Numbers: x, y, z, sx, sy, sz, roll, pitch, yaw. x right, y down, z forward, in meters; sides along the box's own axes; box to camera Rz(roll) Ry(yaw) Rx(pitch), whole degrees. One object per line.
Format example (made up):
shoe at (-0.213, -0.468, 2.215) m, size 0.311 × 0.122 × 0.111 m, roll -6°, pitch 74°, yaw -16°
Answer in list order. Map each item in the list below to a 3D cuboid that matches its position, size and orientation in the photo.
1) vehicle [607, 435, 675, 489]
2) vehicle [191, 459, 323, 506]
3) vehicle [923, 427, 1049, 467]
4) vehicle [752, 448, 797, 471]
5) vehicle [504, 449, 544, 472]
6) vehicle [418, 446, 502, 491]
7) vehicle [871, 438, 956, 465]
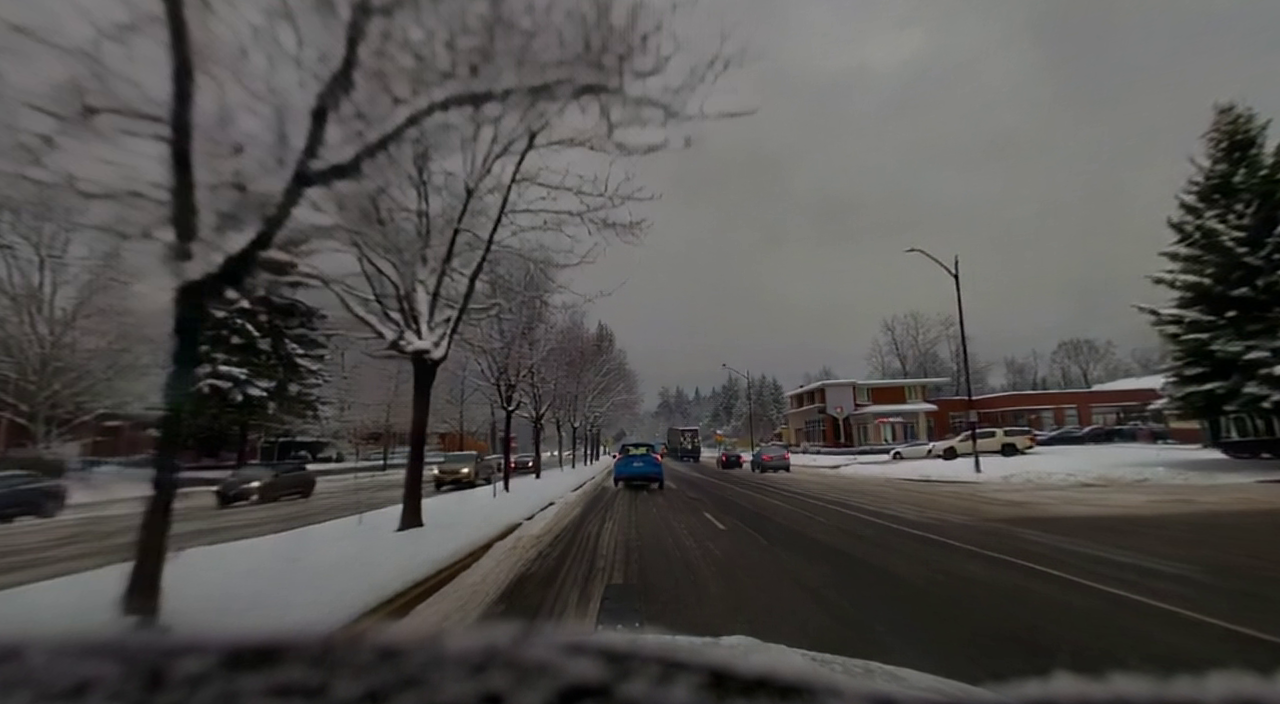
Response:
vehicle at (-0.012, 3.954, 23.063) m, size 2.266 × 1.762 × 4.131 m, roll 0°, pitch -9°, yaw -1°
vehicle at (-13.893, 4.722, 23.326) m, size 1.974 × 1.449 × 4.567 m, roll 0°, pitch -9°, yaw 1°
vehicle at (19.668, 5.413, 36.171) m, size 5.677 × 2.171 × 2.393 m, roll 0°, pitch -8°, yaw 4°
vehicle at (9.141, 7.347, 43.385) m, size 2.045 × 1.484 × 4.342 m, roll 0°, pitch -9°, yaw -1°
vehicle at (-8.113, 7.578, 44.525) m, size 1.948 × 1.508 × 4.749 m, roll 0°, pitch -9°, yaw 0°
vehicle at (-7.482, 4.855, 26.785) m, size 2.078 × 1.694 × 4.611 m, roll 0°, pitch -9°, yaw 2°
vehicle at (19.452, 7.058, 45.073) m, size 4.932 × 1.514 × 2.327 m, roll -3°, pitch -7°, yaw -5°
